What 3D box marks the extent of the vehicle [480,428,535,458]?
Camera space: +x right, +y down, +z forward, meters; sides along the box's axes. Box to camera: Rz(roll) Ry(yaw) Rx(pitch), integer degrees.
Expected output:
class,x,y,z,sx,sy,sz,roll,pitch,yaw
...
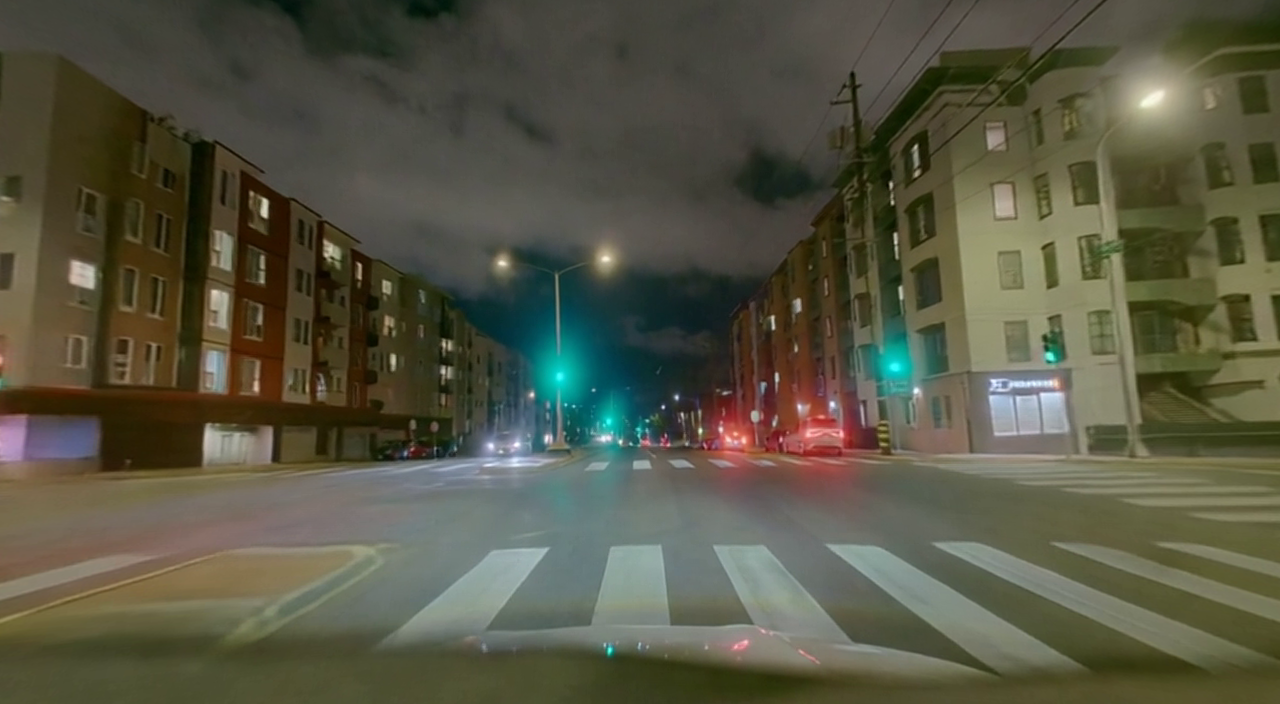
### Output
class,x,y,z,sx,sy,sz,roll,pitch,yaw
vehicle,-7.471,5.165,36.046,2.180,1.608,4.321,0,-8,0

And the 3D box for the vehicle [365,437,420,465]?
class,x,y,z,sx,sy,sz,roll,pitch,yaw
vehicle,-14.886,5.917,38.184,1.879,1.507,3.745,0,-6,-2

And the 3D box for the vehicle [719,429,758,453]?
class,x,y,z,sx,sy,sz,roll,pitch,yaw
vehicle,7.297,6.662,47.424,2.143,1.731,4.781,0,-8,0

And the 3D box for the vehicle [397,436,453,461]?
class,x,y,z,sx,sy,sz,roll,pitch,yaw
vehicle,-14.886,6.708,44.014,2.124,1.626,4.908,0,-8,1

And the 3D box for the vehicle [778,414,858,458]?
class,x,y,z,sx,sy,sz,roll,pitch,yaw
vehicle,7.414,3.578,26.864,1.996,1.704,4.490,0,-8,-1
